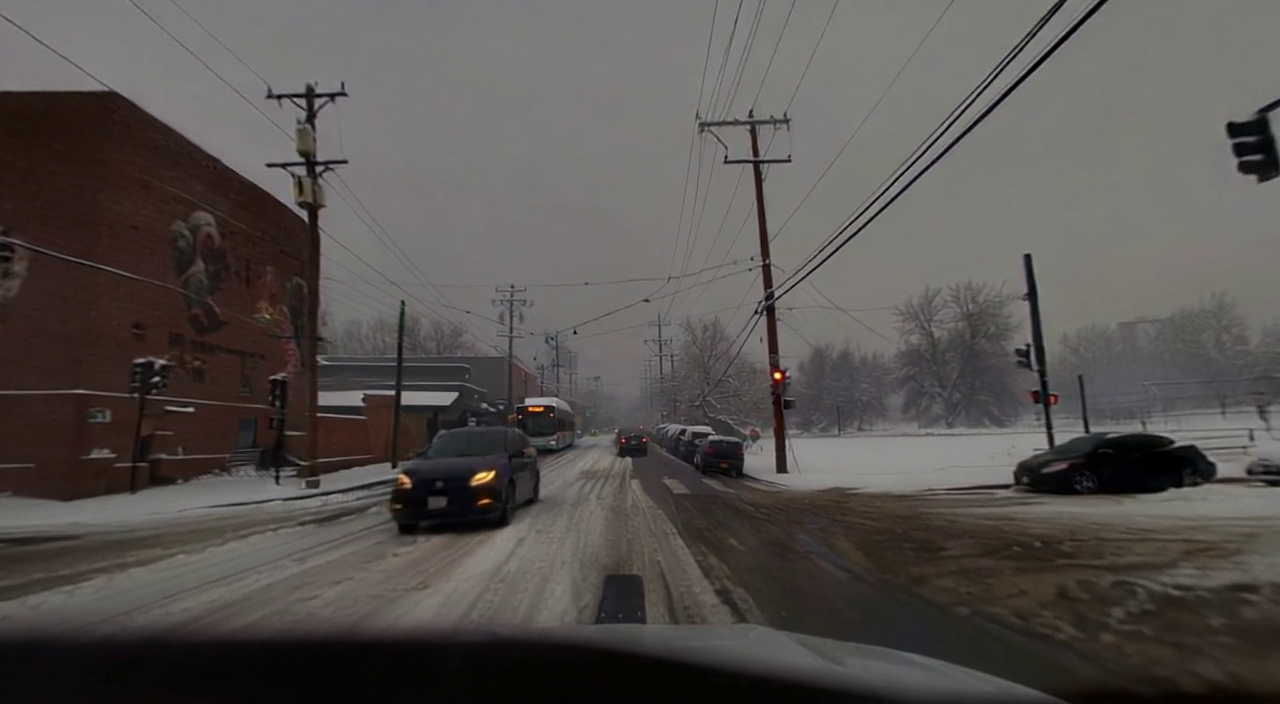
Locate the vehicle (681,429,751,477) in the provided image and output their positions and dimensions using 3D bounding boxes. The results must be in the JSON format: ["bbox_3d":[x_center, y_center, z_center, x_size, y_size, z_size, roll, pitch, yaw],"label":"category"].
[{"bbox_3d":[2.912,4.056,25.379,2.171,1.751,4.373,0,-9,-1],"label":"vehicle"}]

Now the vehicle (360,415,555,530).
[{"bbox_3d":[-3.480,2.473,13.664,2.474,1.926,5.823,0,-9,0],"label":"vehicle"}]

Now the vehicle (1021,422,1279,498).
[{"bbox_3d":[12.024,2.558,15.022,4.576,1.650,1.980,-1,-9,2],"label":"vehicle"}]

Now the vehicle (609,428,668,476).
[{"bbox_3d":[-0.125,4.063,25.754,2.190,1.783,4.048,0,-9,-2],"label":"vehicle"}]
